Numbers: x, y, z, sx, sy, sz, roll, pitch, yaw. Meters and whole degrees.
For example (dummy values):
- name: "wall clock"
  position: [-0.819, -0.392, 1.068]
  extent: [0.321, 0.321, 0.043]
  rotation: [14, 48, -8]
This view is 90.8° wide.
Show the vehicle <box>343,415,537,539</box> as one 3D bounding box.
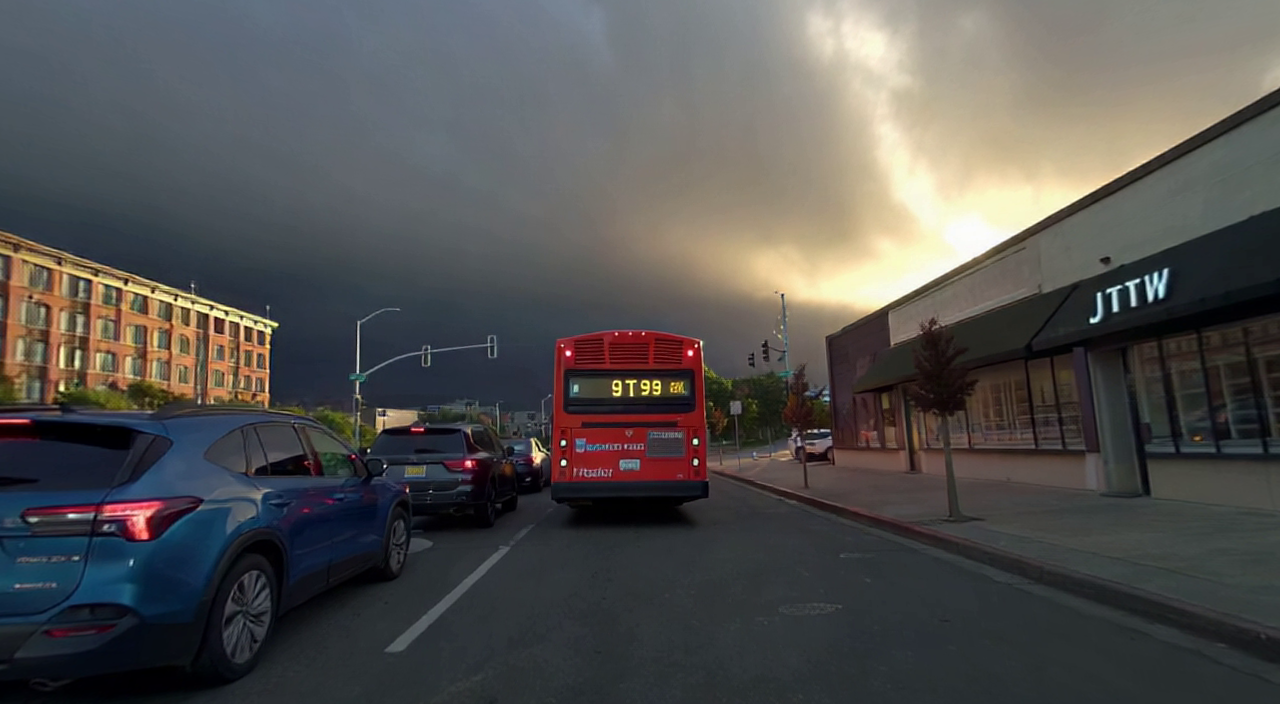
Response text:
- name: "vehicle"
  position: [-3.352, 2.209, 11.783]
  extent: [2.096, 1.828, 4.669]
  rotation: [0, -8, 0]

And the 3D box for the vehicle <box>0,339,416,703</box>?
- name: "vehicle"
  position: [-3.222, 1.096, 3.974]
  extent: [2.020, 1.725, 4.384]
  rotation: [0, -8, 0]

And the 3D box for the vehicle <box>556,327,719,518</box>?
- name: "vehicle"
  position: [-0.305, 1.999, 16.557]
  extent: [2.938, 3.468, 9.972]
  rotation: [0, -8, -3]

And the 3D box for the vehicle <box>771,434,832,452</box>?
- name: "vehicle"
  position: [11.904, 6.740, 46.667]
  extent: [3.949, 1.337, 1.738]
  rotation: [0, -9, -3]

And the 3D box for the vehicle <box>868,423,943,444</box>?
- name: "vehicle"
  position: [19.794, 6.114, 47.214]
  extent: [4.827, 1.555, 1.863]
  rotation: [1, -9, -6]
